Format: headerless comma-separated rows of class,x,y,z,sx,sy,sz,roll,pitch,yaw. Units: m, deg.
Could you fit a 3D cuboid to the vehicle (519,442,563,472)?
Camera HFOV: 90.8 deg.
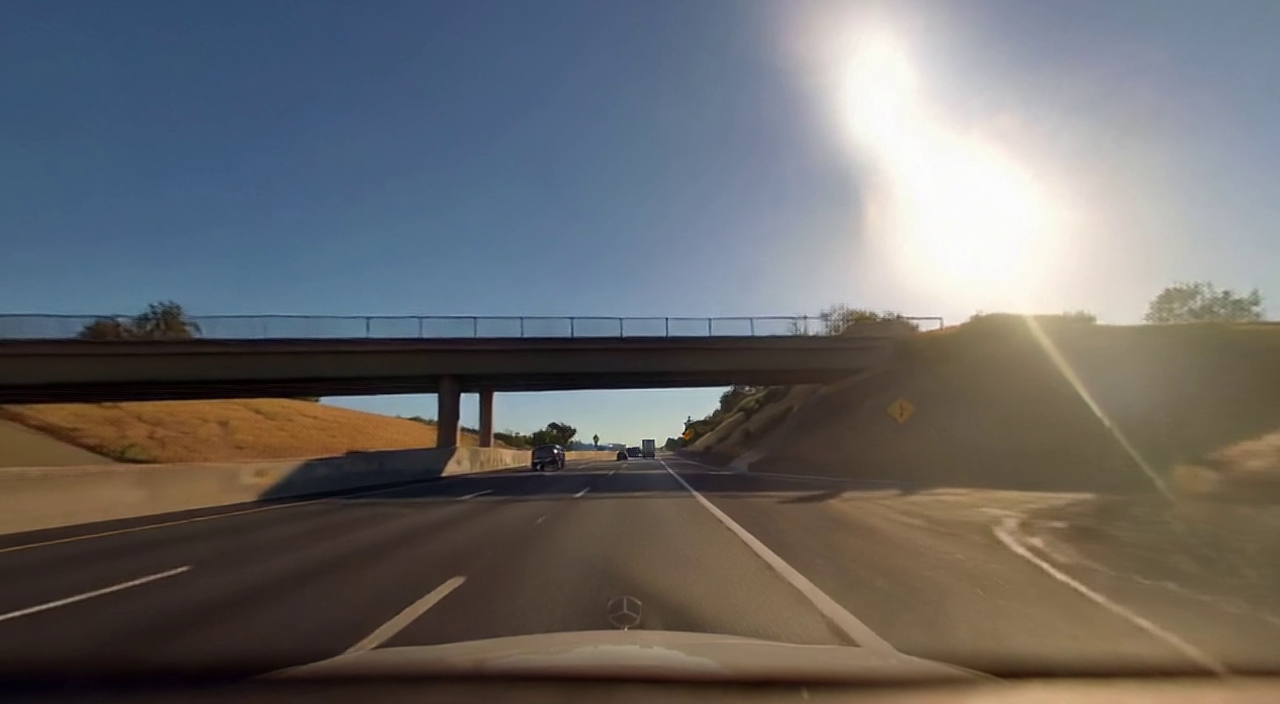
vehicle,-6.709,7.210,43.469,2.232,1.947,5.180,0,-9,0
